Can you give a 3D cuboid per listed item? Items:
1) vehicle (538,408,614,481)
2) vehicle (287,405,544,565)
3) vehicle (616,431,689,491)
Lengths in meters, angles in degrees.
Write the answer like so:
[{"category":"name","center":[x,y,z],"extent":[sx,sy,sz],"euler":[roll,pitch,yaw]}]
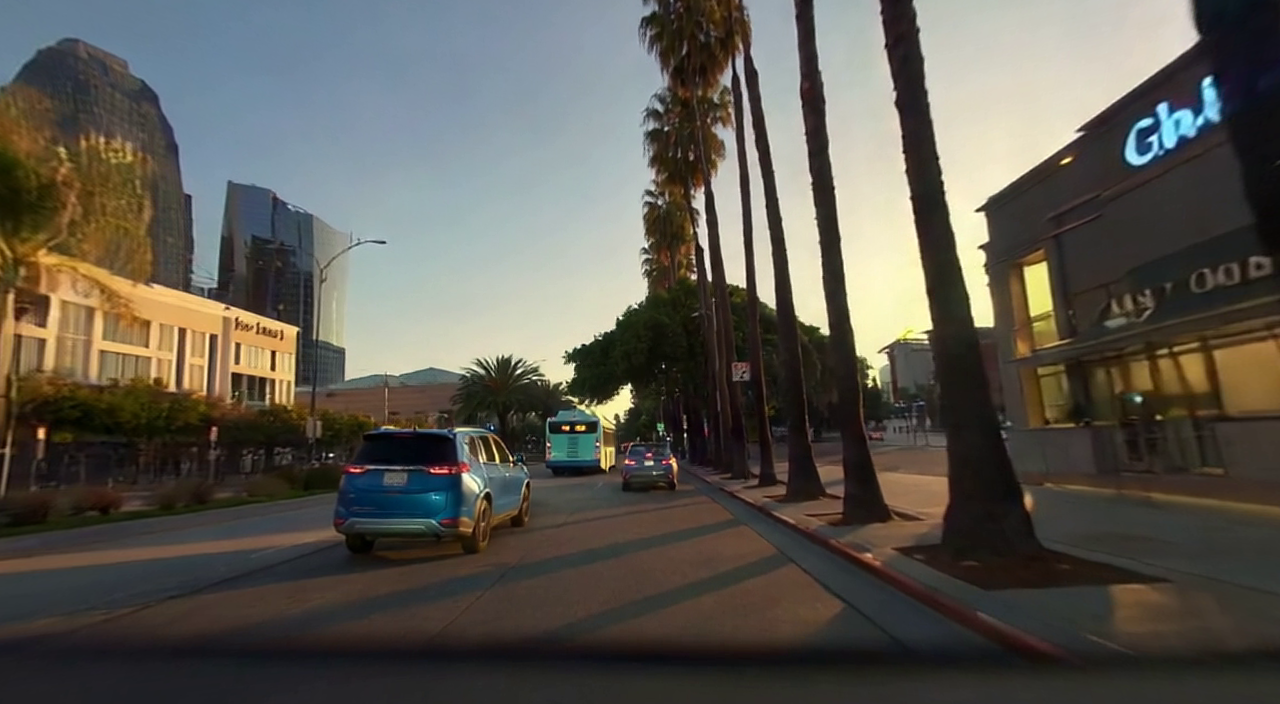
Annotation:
[{"category":"vehicle","center":[-2.881,4.537,30.997],"extent":[2.775,3.064,8.297],"euler":[0,-8,1]},{"category":"vehicle","center":[-2.896,1.845,9.487],"extent":[2.124,1.799,4.587],"euler":[0,-8,1]},{"category":"vehicle","center":[0.368,3.477,20.437],"extent":[2.120,1.727,3.917],"euler":[0,-8,0]}]
